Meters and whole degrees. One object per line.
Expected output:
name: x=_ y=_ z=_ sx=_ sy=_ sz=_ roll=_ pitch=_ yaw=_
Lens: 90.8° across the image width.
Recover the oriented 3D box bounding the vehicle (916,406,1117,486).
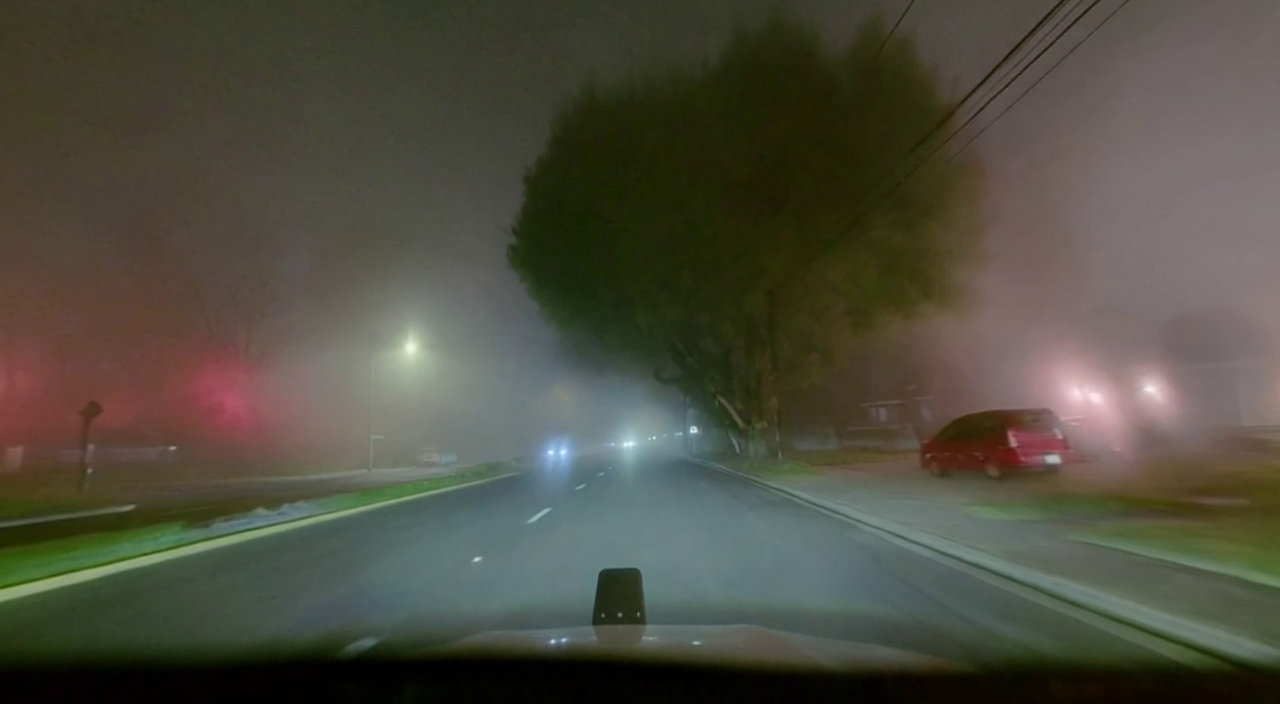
vehicle: x=9.478 y=2.397 z=16.599 sx=1.971 sy=1.641 sz=5.191 roll=-4 pitch=-7 yaw=-1

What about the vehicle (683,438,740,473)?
vehicle: x=3.313 y=4.910 z=30.186 sx=2.037 sy=1.518 sz=4.904 roll=0 pitch=-8 yaw=-1

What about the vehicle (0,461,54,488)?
vehicle: x=-41.152 y=7.915 z=40.857 sx=4.463 sy=1.651 sz=1.947 roll=0 pitch=-8 yaw=0

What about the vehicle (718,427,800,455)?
vehicle: x=9.105 y=6.872 z=48.711 sx=5.933 sy=2.038 sz=2.382 roll=1 pitch=-8 yaw=3
